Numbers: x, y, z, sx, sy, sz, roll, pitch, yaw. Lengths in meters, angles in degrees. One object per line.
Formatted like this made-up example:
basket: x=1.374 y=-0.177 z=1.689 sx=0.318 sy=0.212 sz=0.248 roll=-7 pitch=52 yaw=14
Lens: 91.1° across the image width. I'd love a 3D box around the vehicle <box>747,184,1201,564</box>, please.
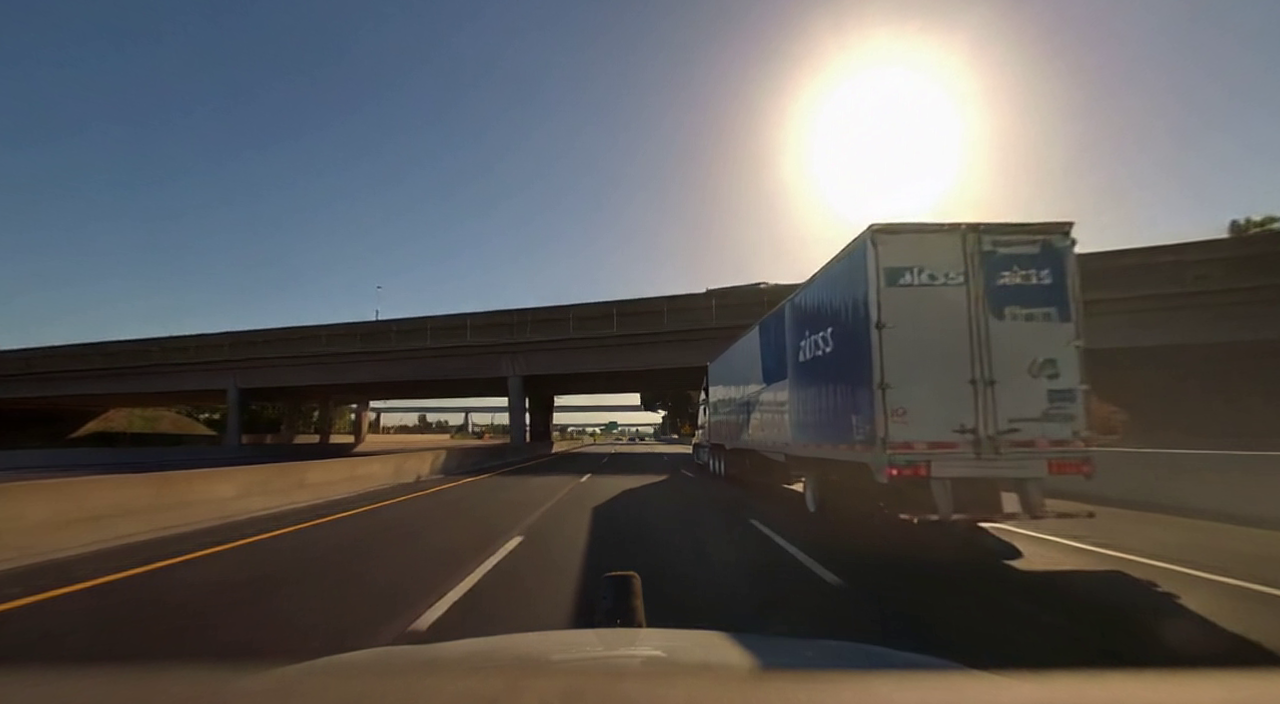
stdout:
vehicle: x=4.170 y=0.760 z=11.080 sx=2.880 sy=3.986 sz=9.103 roll=0 pitch=-8 yaw=0
